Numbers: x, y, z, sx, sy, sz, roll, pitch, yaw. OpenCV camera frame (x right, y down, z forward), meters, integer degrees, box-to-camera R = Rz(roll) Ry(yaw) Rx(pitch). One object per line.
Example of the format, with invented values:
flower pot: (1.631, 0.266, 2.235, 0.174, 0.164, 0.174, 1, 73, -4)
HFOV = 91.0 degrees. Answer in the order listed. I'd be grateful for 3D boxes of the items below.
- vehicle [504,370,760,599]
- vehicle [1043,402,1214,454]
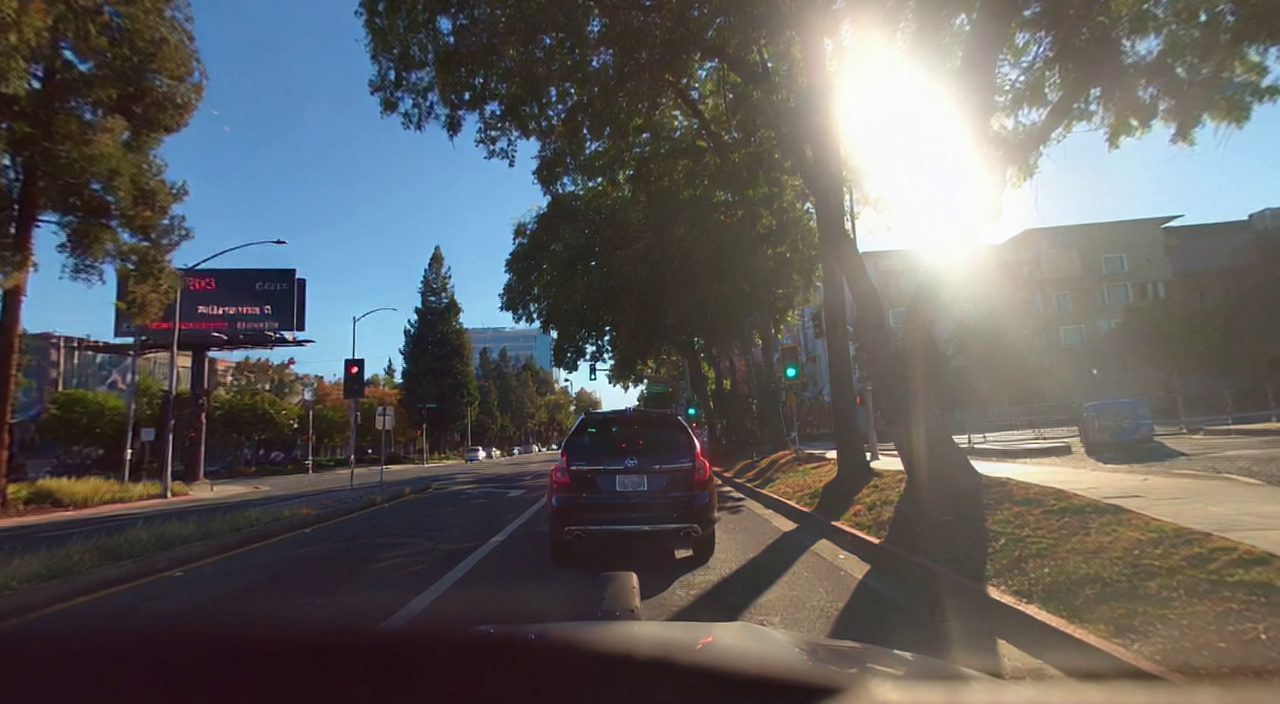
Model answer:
vehicle: (-0.058, 1.384, 7.289, 2.142, 1.904, 3.816, -1, -8, 0)
vehicle: (15.285, 2.441, 19.924, 3.750, 1.502, 1.781, -2, -8, 13)
